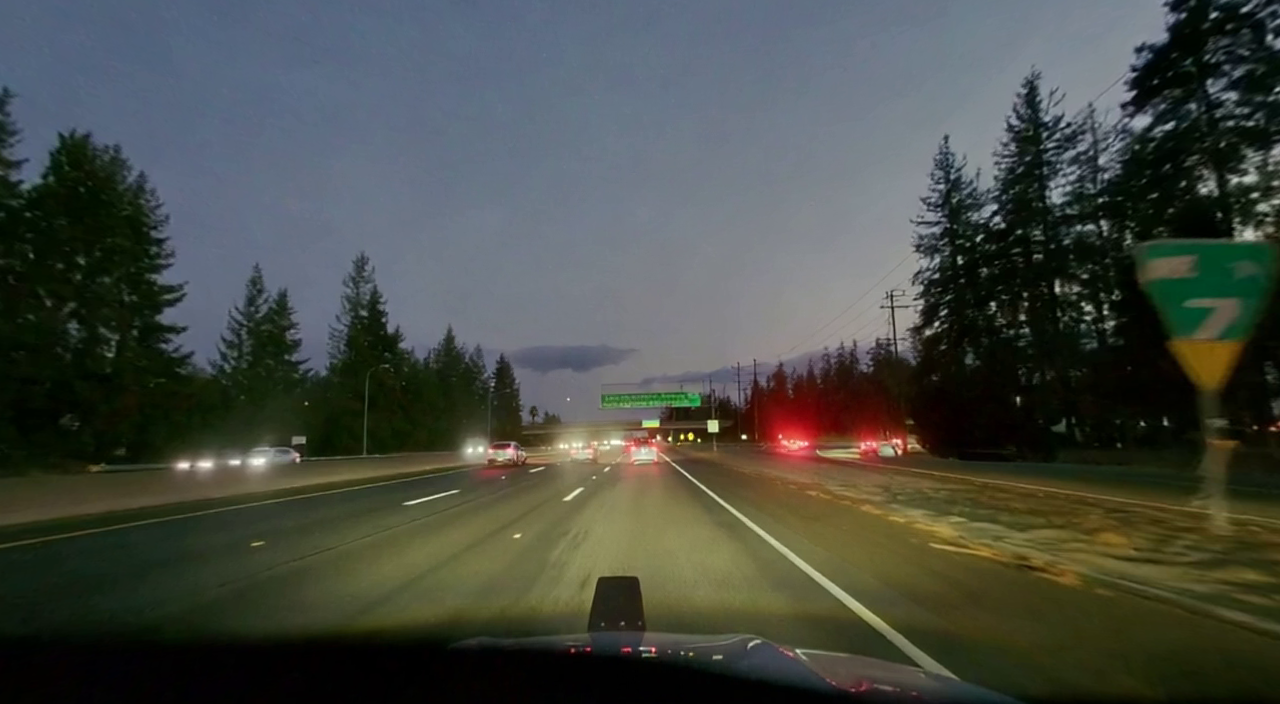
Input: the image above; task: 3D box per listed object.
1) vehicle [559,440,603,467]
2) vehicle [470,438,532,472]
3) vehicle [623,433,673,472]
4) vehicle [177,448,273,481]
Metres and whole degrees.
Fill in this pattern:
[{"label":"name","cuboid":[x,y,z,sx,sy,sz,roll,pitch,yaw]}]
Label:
[{"label":"vehicle","cuboid":[-3.363,5.930,36.917,2.056,1.464,4.564,0,-8,1]},{"label":"vehicle","cuboid":[-7.301,5.461,33.607,2.139,1.653,4.614,0,-8,2]},{"label":"vehicle","cuboid":[0.339,4.703,29.624,2.152,1.697,4.066,0,-8,0]},{"label":"vehicle","cuboid":[-21.038,5.682,32.209,1.827,1.529,4.380,0,-8,1]}]
